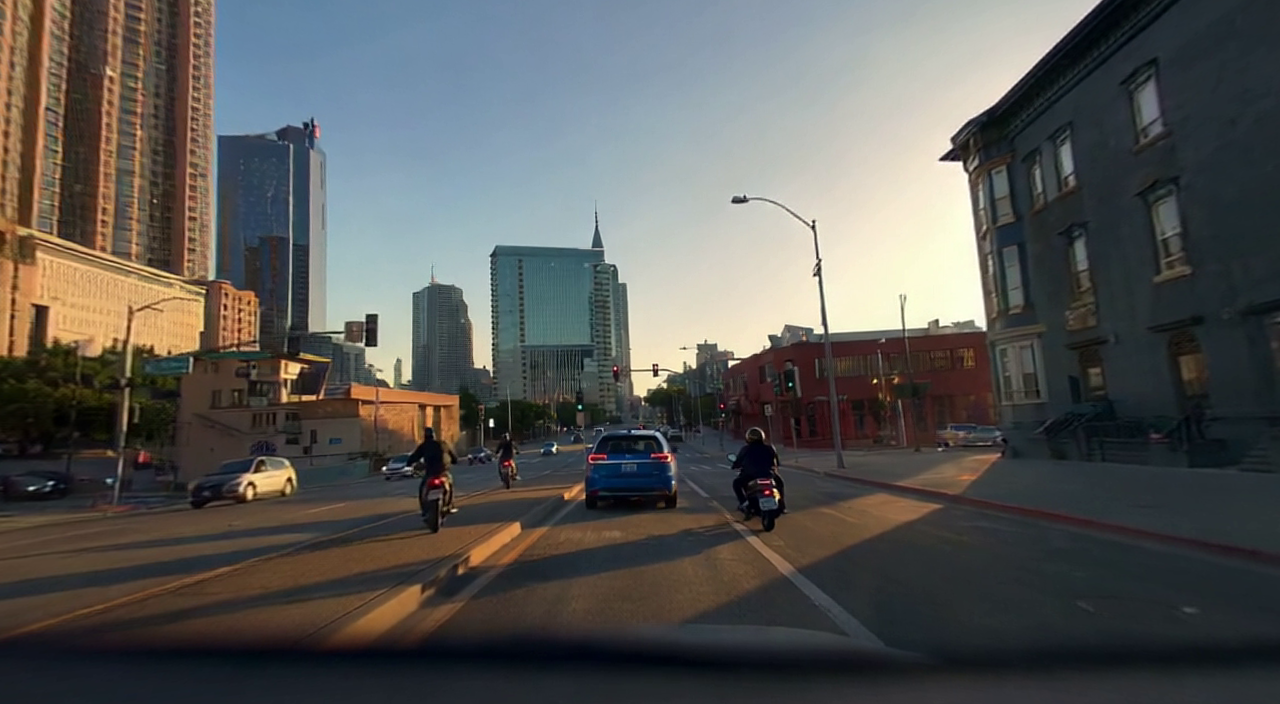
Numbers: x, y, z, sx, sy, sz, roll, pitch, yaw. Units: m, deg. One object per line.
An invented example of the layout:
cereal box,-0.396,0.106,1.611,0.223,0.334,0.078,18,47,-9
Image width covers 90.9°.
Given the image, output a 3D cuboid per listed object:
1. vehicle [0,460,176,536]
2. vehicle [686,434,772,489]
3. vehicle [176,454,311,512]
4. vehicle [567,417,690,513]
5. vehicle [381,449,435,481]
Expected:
vehicle,-17.704,4.446,19.919,2.134,1.915,5.317,0,-9,-2
vehicle,2.651,3.413,19.958,2.101,1.507,4.355,0,-8,0
vehicle,-13.814,4.530,22.372,1.926,1.732,4.635,0,-8,-3
vehicle,-0.203,2.403,13.776,2.265,1.748,4.130,0,-8,0
vehicle,-14.078,6.847,38.454,1.871,1.786,4.386,0,-9,-4
